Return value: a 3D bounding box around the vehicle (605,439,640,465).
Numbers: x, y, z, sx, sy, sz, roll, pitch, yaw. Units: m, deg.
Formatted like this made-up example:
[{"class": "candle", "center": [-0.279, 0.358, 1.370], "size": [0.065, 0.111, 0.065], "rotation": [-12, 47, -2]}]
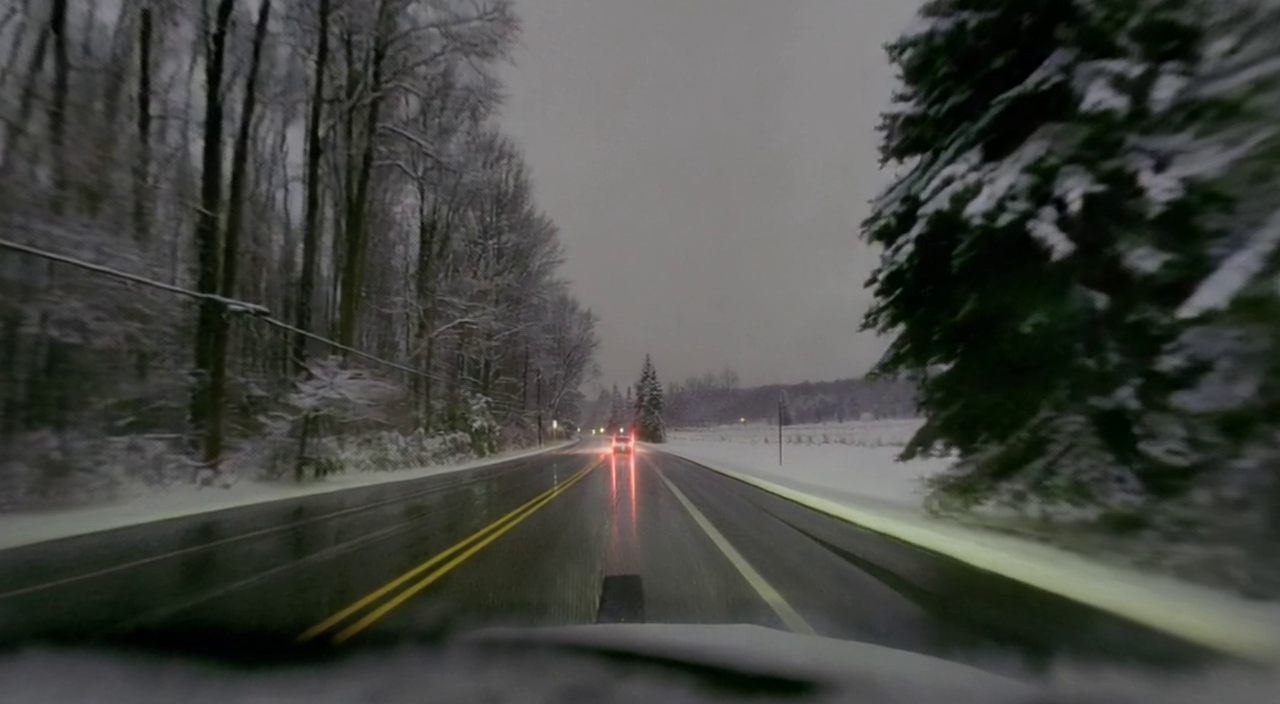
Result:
[{"class": "vehicle", "center": [-1.093, 6.143, 38.914], "size": [2.042, 1.489, 3.963], "rotation": [0, -9, -2]}]
